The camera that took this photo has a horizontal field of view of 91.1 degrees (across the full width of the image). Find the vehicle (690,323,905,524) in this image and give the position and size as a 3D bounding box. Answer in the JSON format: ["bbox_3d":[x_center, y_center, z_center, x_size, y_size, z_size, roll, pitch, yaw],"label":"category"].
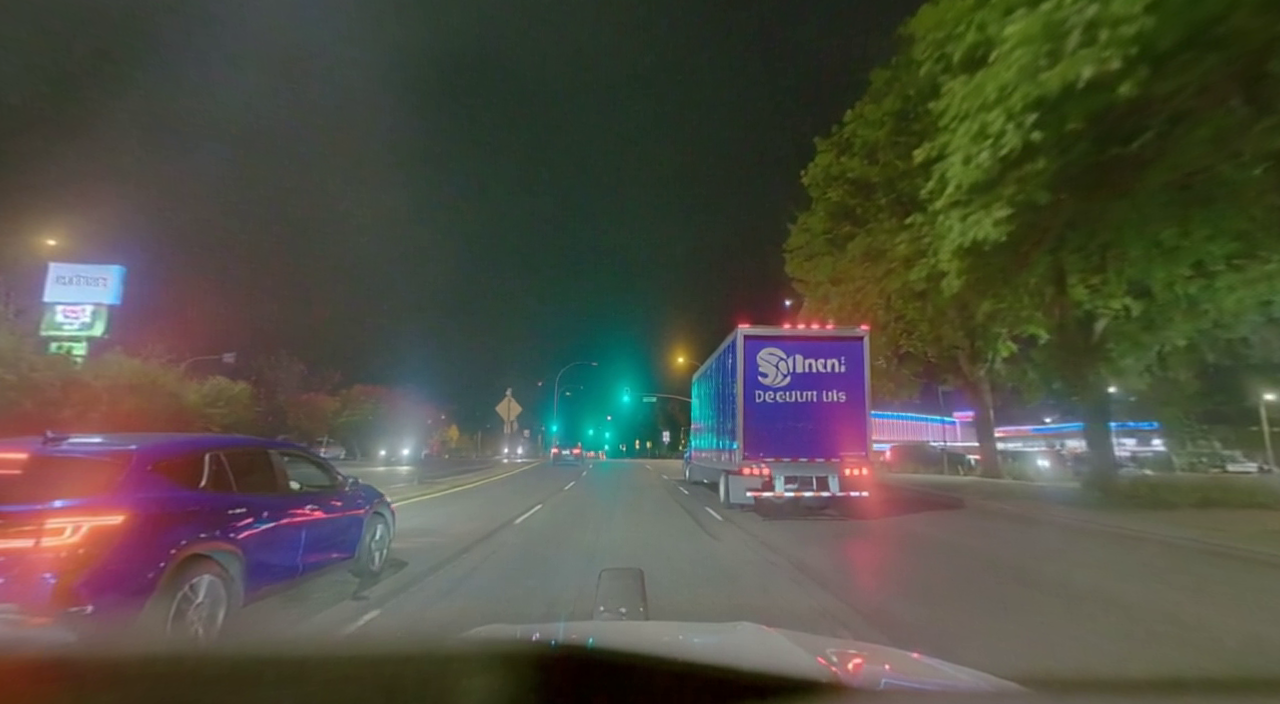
[{"bbox_3d":[3.185,1.888,15.704,2.905,3.644,8.441,0,-8,-2],"label":"vehicle"}]

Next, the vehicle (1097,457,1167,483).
[{"bbox_3d":[35.400,8.469,45.348,2.066,1.643,4.614,-2,-9,12],"label":"vehicle"}]

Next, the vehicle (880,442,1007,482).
[{"bbox_3d":[15.975,5.798,33.405,5.670,1.895,2.219,-1,-8,15],"label":"vehicle"}]

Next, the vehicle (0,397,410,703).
[{"bbox_3d":[-3.542,1.284,4.883,1.828,1.515,4.422,-1,-8,0],"label":"vehicle"}]

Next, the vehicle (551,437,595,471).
[{"bbox_3d":[-3.900,5.862,36.332,2.388,1.811,4.455,1,-8,-7],"label":"vehicle"}]

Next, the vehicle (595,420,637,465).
[{"bbox_3d":[-2.005,7.090,48.873,2.837,3.142,7.371,1,-9,-5],"label":"vehicle"}]
